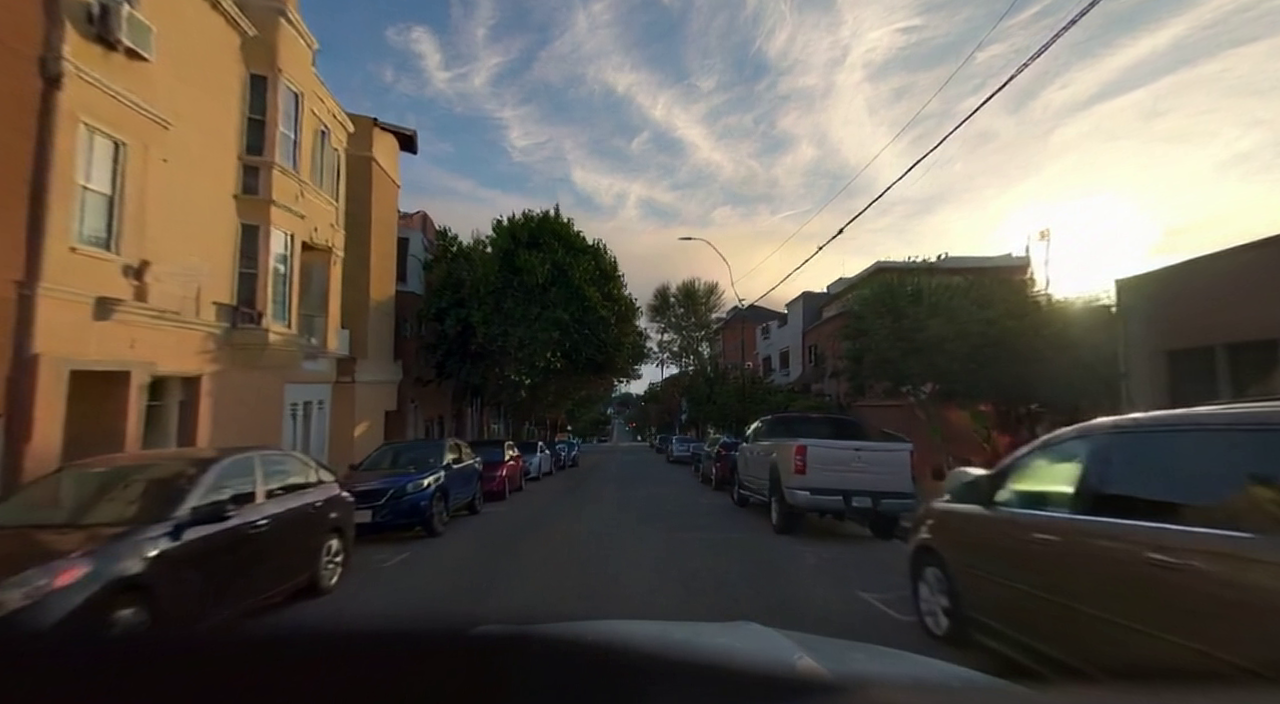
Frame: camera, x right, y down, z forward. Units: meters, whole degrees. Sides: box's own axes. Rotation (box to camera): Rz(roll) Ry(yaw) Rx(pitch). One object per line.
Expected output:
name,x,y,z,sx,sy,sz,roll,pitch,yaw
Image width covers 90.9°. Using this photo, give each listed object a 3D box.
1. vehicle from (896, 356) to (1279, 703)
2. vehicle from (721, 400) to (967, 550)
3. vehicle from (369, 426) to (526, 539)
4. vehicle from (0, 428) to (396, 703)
vehicle,3.120,1.024,2.886,2.032,1.684,4.564,3,-8,0
vehicle,3.093,1.994,11.065,2.379,1.999,5.013,0,-8,-3
vehicle,-3.579,2.396,12.632,1.880,1.608,4.729,-2,-5,-3
vehicle,-3.384,1.338,4.570,1.885,1.433,3.714,-2,-6,-2
